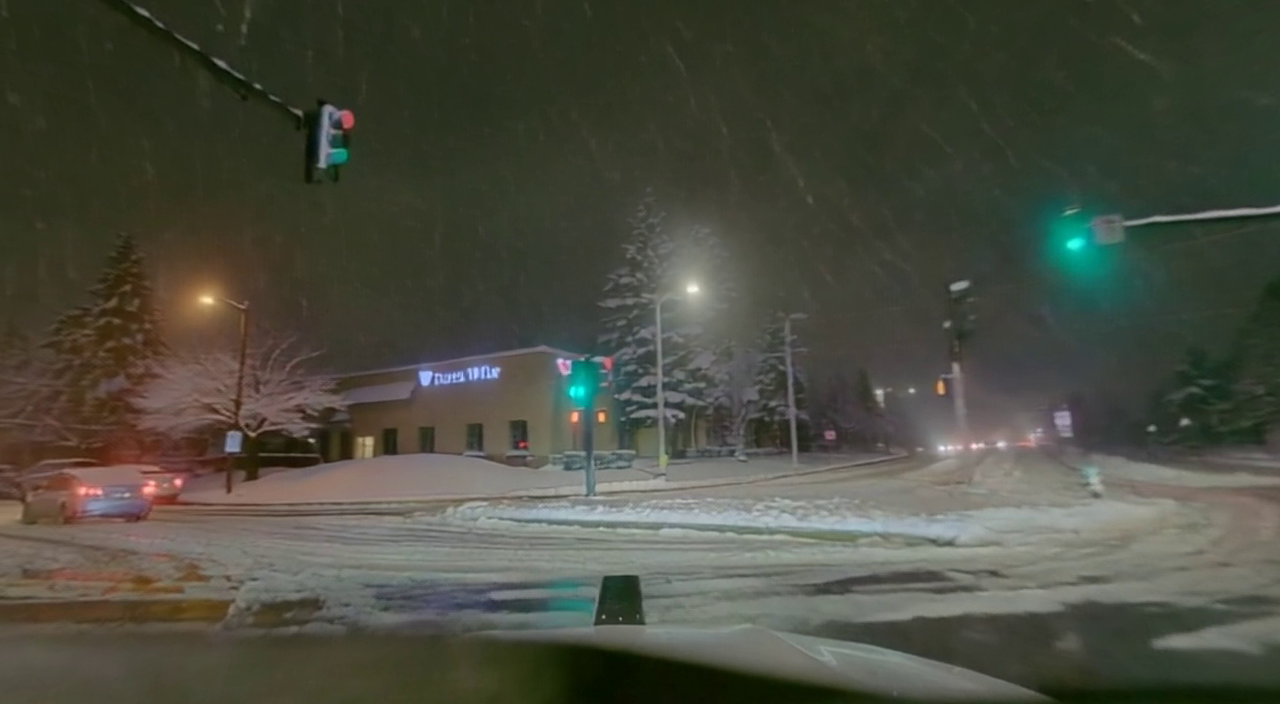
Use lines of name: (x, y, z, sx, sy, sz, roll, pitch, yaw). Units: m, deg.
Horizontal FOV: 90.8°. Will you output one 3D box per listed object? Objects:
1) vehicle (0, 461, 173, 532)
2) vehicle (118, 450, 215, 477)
vehicle: (-15.419, 3.884, 17.513, 4.312, 1.642, 2.197, -5, -10, 28)
vehicle: (-33.007, 7.739, 44.187, 2.189, 1.737, 4.851, -4, -9, 23)
